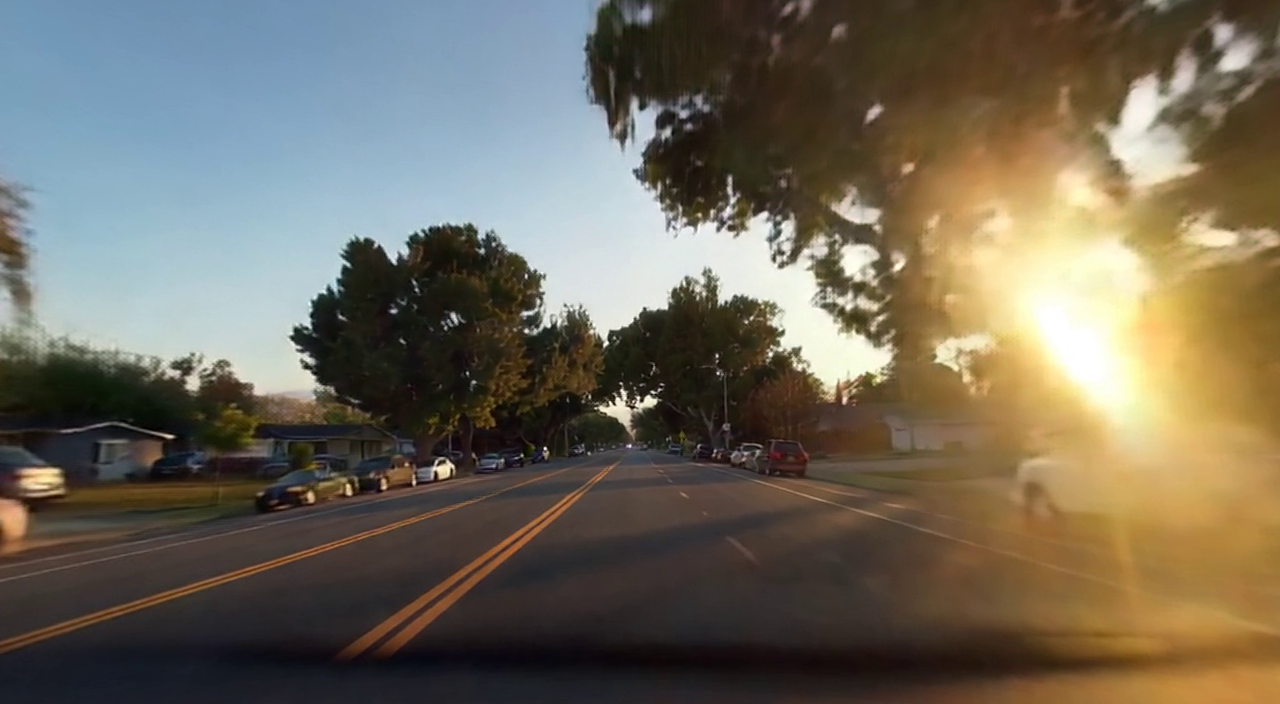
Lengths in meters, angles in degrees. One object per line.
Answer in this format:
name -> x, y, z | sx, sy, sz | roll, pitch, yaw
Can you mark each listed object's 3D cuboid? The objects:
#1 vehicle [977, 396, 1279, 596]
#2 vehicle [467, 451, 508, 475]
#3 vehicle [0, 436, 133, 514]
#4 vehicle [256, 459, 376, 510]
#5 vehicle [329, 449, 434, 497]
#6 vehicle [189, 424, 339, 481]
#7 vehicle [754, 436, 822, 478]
vehicle -> 7.373, 1.748, 8.479 | 2.224, 1.956, 6.057 | 0, -8, -1
vehicle -> -10.817, 7.891, 45.139 | 1.840, 1.526, 4.214 | -1, -8, 1
vehicle -> -19.316, 3.573, 18.594 | 6.704, 2.118, 2.342 | 0, -8, 0
vehicle -> -10.840, 4.429, 21.548 | 1.838, 1.450, 4.317 | 0, -8, -1
vehicle -> -10.790, 5.062, 26.909 | 2.050, 1.769, 5.585 | 0, -8, 1
vehicle -> -20.879, 5.631, 35.380 | 6.604, 3.012, 2.656 | 0, -9, 1
vehicle -> 7.188, 5.144, 31.218 | 2.103, 1.912, 4.892 | 0, -8, -1
